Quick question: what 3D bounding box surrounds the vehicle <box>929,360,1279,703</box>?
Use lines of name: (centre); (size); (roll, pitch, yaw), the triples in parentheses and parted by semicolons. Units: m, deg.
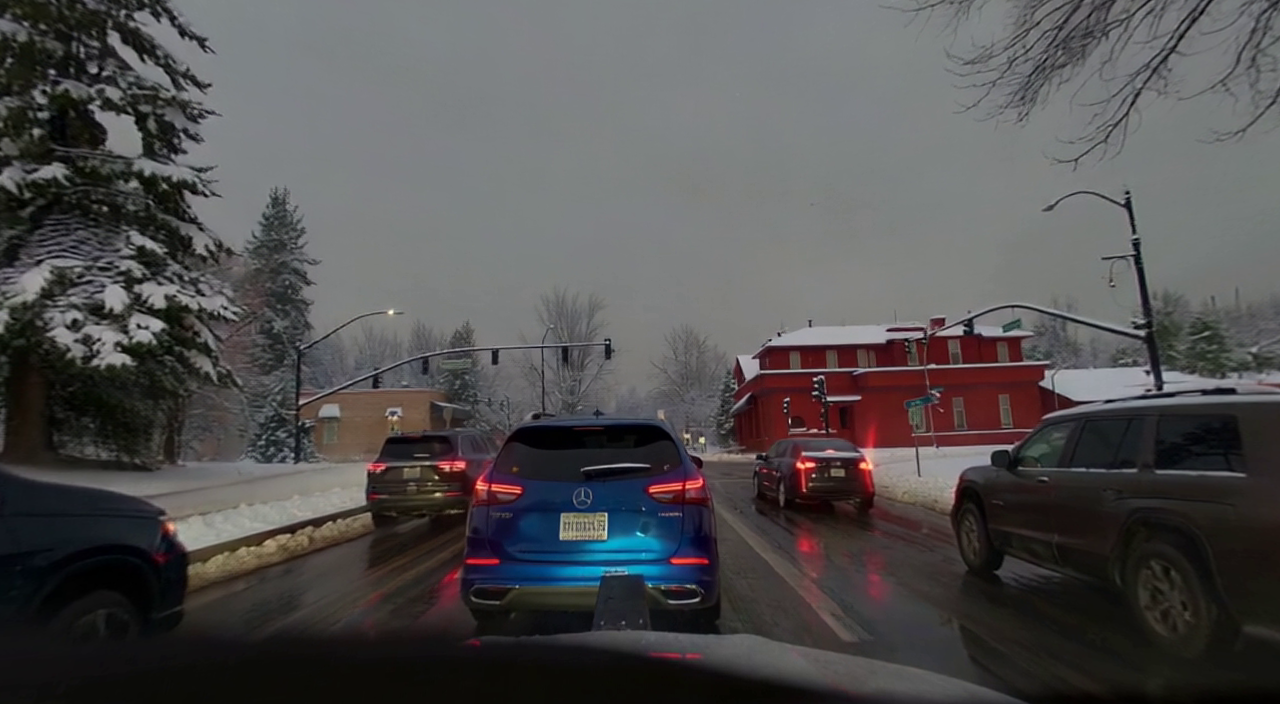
vehicle: (4.157, 1.192, 4.802); (2.014, 1.740, 4.515); (-1, -8, 4)

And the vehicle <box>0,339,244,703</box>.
vehicle: (-3.468, 0.697, 1.514); (2.047, 1.741, 4.470); (0, -8, 1)

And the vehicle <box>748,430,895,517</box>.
vehicle: (3.625, 2.495, 13.397); (1.847, 1.554, 3.885); (0, -8, -2)

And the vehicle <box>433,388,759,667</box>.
vehicle: (-0.178, 1.382, 6.026); (2.022, 1.700, 4.084); (0, -8, 3)

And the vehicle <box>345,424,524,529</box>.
vehicle: (-3.761, 2.359, 12.513); (2.012, 1.701, 4.316); (0, -8, 1)

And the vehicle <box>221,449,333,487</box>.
vehicle: (-15.626, 4.998, 27.496); (1.989, 1.461, 4.615); (0, -8, 2)
